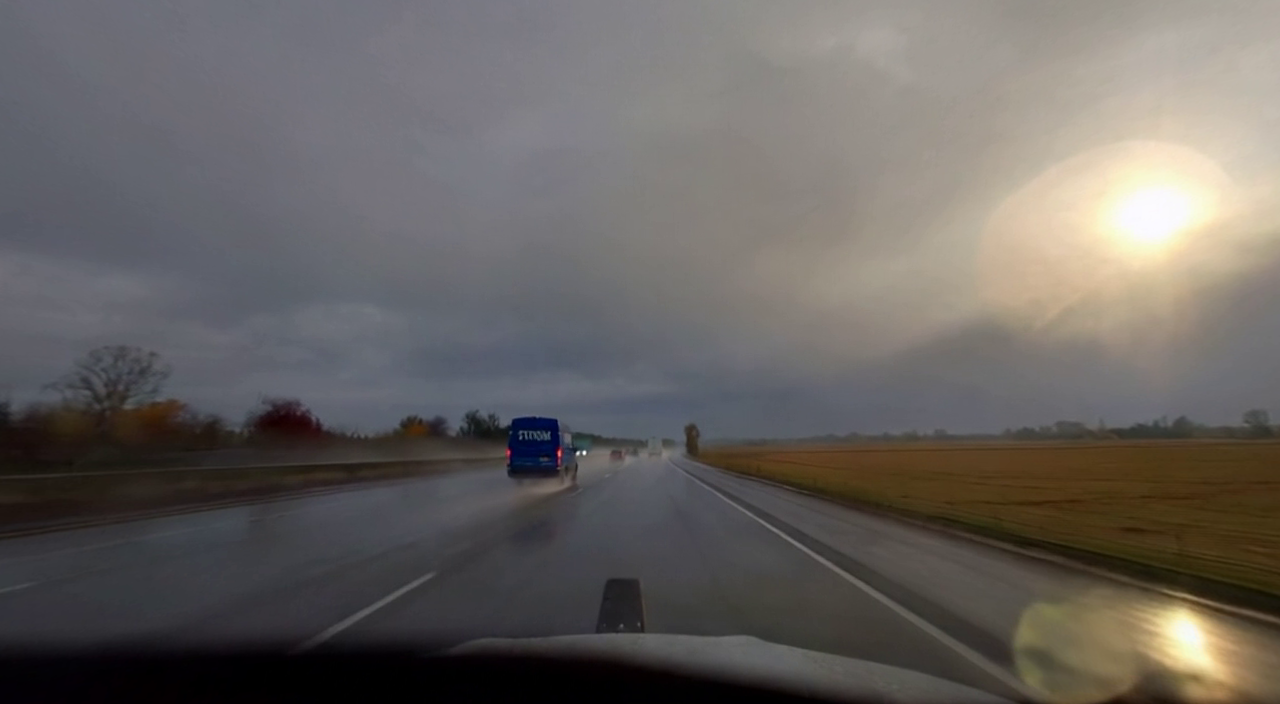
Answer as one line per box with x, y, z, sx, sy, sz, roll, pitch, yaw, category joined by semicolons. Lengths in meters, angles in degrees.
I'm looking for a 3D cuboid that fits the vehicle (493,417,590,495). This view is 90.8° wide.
-3.193;3.551;21.780;2.360;2.367;5.223;0;-9;1;vehicle
